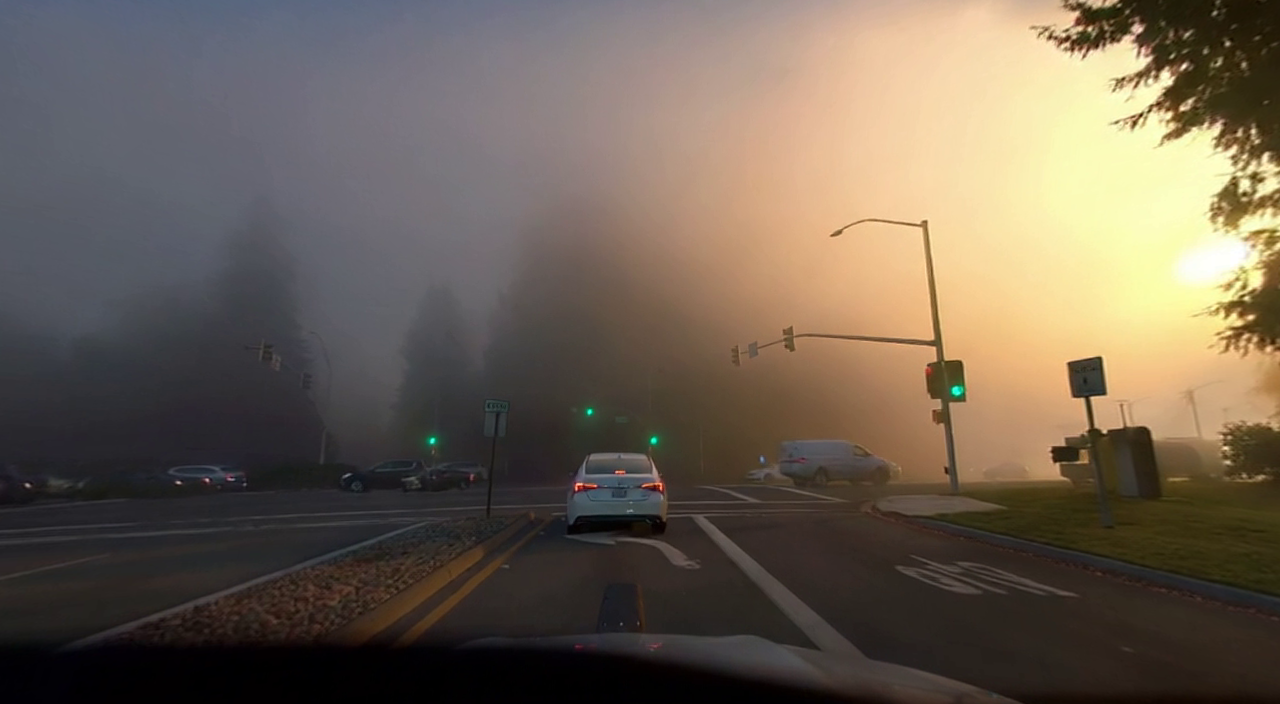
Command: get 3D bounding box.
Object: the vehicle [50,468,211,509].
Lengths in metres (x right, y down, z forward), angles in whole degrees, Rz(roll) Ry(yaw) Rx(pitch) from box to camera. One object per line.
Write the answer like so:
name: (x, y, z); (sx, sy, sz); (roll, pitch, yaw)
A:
vehicle: (-20.067, 5.375, 25.102); (4.548, 1.449, 1.802); (2, -9, -14)

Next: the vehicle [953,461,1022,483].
vehicle: (25.960, 8.943, 47.208); (4.358, 1.471, 1.875); (3, -9, -16)

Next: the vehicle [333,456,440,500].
vehicle: (-11.643, 5.734, 29.009); (4.355, 1.789, 2.175); (-5, -10, 28)

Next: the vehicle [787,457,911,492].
vehicle: (9.331, 5.484, 28.472); (4.838, 1.449, 2.077); (1, -9, -7)

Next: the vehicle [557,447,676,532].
vehicle: (-0.521, 2.766, 13.386); (2.112, 1.479, 4.264); (0, -8, -3)

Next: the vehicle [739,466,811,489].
vehicle: (9.061, 8.412, 42.524); (4.254, 1.359, 1.895); (2, -9, -16)
